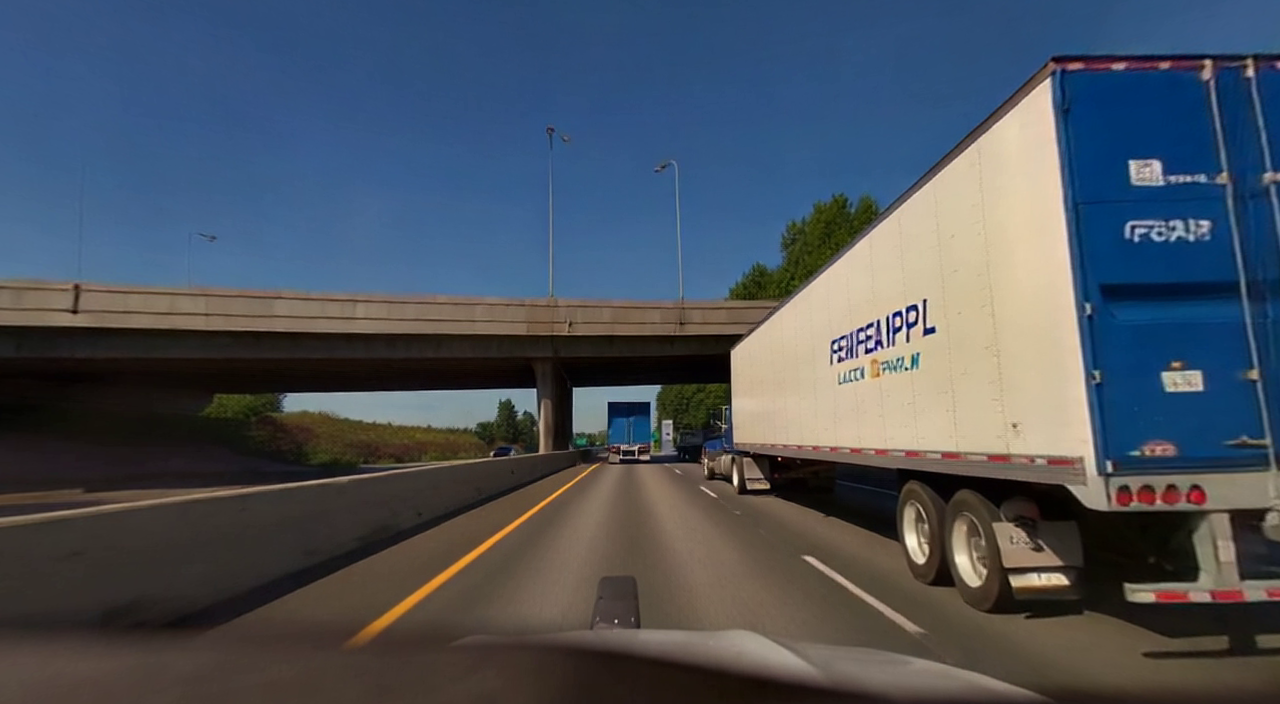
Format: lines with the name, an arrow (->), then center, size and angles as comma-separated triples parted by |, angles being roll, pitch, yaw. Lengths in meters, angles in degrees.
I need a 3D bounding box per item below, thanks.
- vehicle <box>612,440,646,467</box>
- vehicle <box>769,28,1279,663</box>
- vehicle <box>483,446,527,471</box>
vehicle -> -0.662, 6.023, 37.487 | 1.943, 1.491, 3.459 | 0, -8, -2
vehicle -> 4.244, 0.439, 8.518 | 2.853, 4.086, 9.078 | 0, -8, -1
vehicle -> -8.842, 6.990, 41.656 | 1.986, 1.522, 4.181 | -1, -8, 0
